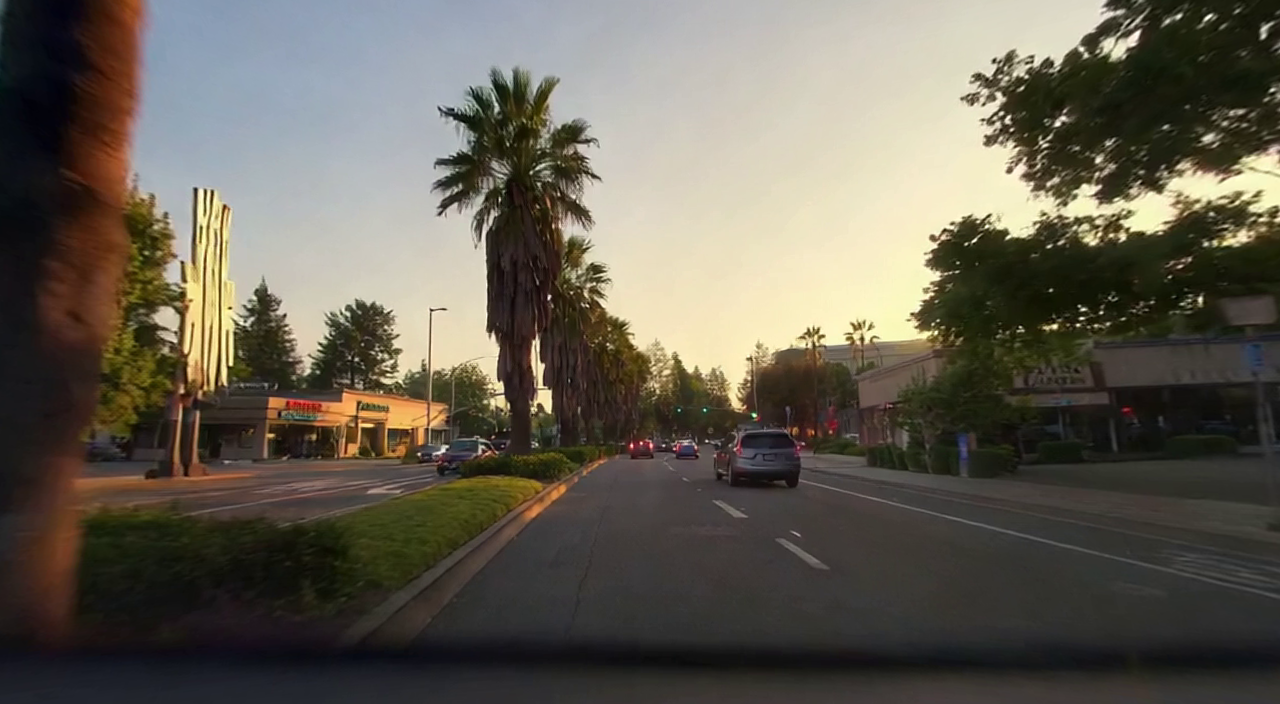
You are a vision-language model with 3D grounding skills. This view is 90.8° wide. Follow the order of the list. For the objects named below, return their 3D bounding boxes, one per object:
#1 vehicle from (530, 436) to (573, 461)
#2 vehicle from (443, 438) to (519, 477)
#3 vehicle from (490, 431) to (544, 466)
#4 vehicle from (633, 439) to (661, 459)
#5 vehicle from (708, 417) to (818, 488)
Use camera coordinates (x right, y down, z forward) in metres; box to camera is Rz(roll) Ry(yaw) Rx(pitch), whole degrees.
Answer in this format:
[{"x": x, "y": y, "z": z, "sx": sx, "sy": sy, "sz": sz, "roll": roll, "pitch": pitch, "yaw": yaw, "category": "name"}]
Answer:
[{"x": -6.365, "y": 7.024, "z": 46.062, "sx": 2.088, "sy": 1.746, "sz": 4.650, "roll": -1, "pitch": -8, "yaw": 5, "category": "vehicle"}, {"x": -6.662, "y": 4.479, "z": 27.136, "sx": 1.935, "sy": 1.483, "sz": 4.973, "roll": 0, "pitch": -8, "yaw": 1, "category": "vehicle"}, {"x": -7.066, "y": 5.608, "z": 36.828, "sx": 2.127, "sy": 1.888, "sz": 4.637, "roll": -1, "pitch": -8, "yaw": 1, "category": "vehicle"}, {"x": 0.592, "y": 7.575, "z": 49.477, "sx": 2.057, "sy": 1.492, "sz": 3.825, "roll": -1, "pitch": -8, "yaw": 3, "category": "vehicle"}, {"x": 3.682, "y": 3.161, "z": 20.040, "sx": 2.267, "sy": 1.931, "sz": 5.145, "roll": 0, "pitch": -8, "yaw": -2, "category": "vehicle"}]
